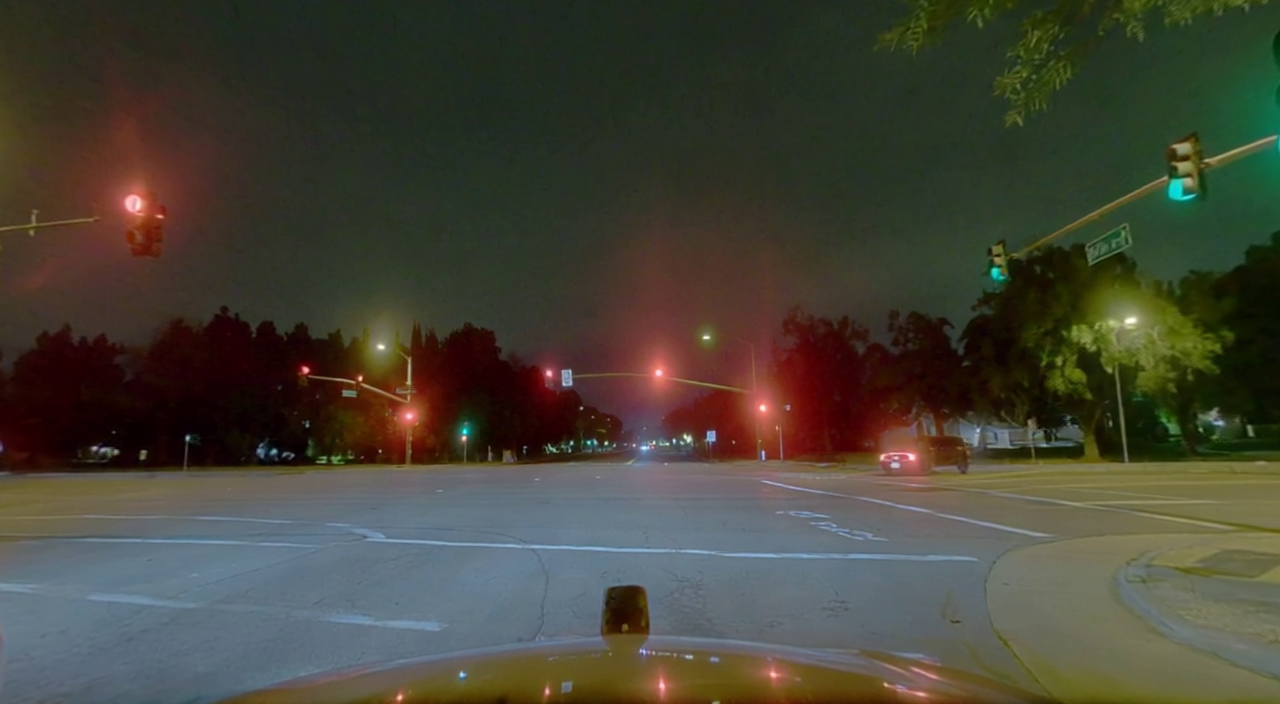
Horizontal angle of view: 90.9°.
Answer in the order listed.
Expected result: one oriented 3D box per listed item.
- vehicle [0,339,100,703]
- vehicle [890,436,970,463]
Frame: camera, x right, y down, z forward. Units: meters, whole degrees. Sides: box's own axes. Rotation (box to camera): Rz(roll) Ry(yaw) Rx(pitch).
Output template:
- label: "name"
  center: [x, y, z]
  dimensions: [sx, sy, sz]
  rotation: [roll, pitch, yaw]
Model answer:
- label: "vehicle"
  center: [-3.266, 0.533, 0.407]
  dimensions: [1.954, 1.689, 4.347]
  rotation: [0, -8, 0]
- label: "vehicle"
  center: [16.274, 5.499, 35.533]
  dimensions: [3.952, 1.468, 1.768]
  rotation: [-4, -9, 22]
